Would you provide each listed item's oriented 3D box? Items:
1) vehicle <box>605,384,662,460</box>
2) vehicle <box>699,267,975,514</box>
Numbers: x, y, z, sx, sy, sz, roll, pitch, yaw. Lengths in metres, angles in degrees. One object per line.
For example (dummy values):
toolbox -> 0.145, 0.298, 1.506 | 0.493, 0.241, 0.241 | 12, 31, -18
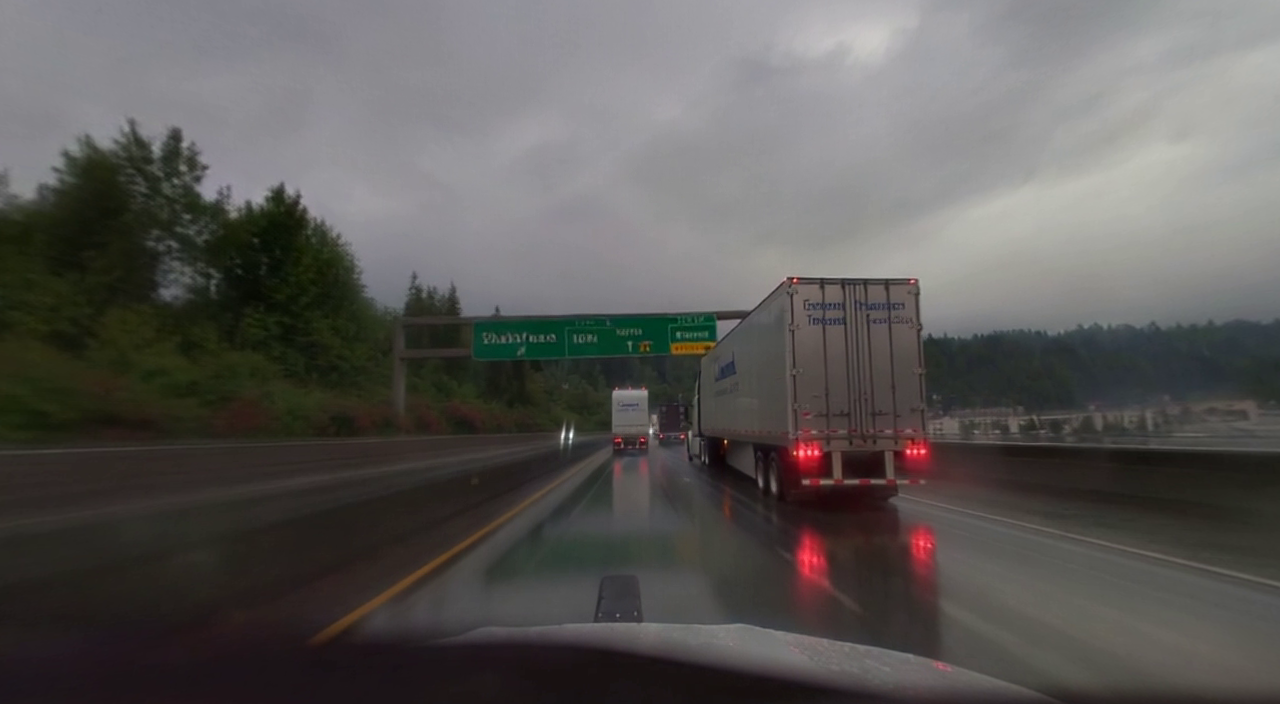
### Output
vehicle -> -0.385, 4.322, 37.936 | 2.958, 3.917, 10.196 | 0, -8, -1
vehicle -> 3.949, 1.568, 17.794 | 2.856, 4.145, 14.500 | 0, -8, -1
